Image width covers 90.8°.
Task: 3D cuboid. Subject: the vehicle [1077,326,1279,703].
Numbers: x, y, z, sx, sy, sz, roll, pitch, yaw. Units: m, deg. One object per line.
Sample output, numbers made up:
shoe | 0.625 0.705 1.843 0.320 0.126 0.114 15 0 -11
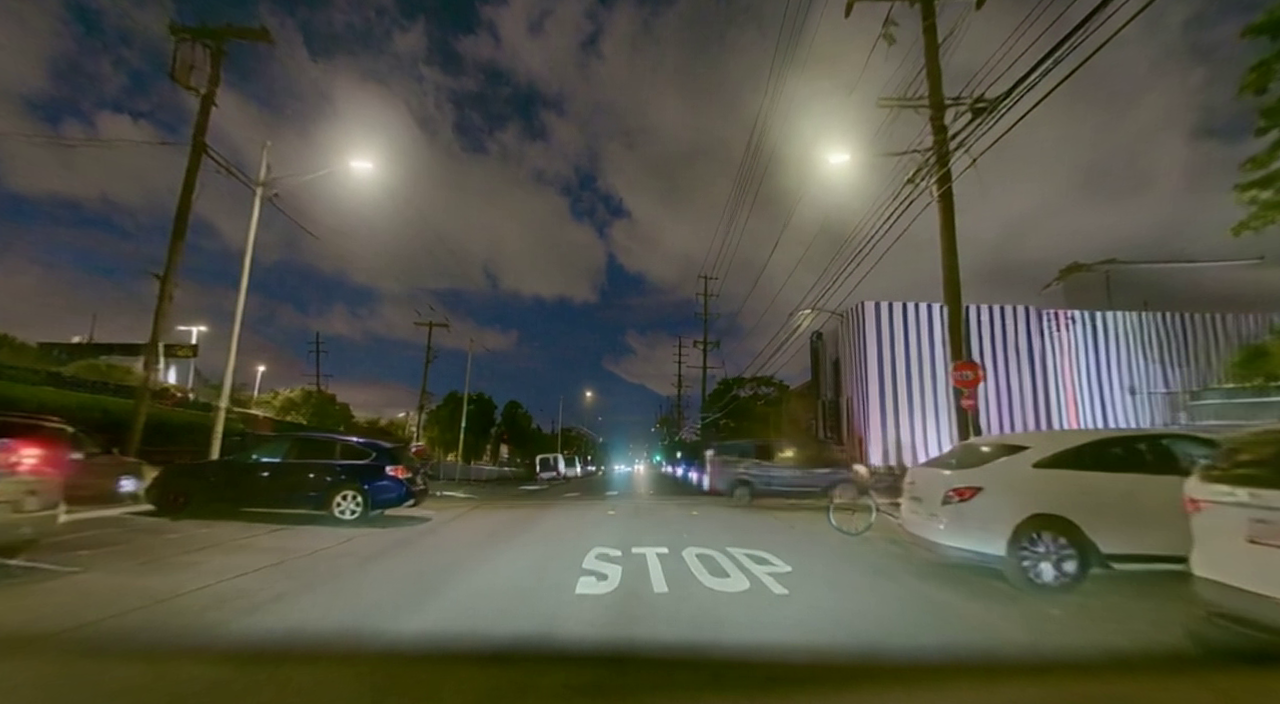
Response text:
vehicle | 4.890 0.924 2.740 4.450 1.719 2.066 4 -10 1

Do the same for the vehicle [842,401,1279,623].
vehicle | 4.481 1.496 5.883 4.554 1.473 1.876 5 -11 -3

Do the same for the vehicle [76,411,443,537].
vehicle | -6.372 2.096 11.139 5.025 1.648 2.055 4 -9 -1

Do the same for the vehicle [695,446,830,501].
vehicle | 4.050 4.080 21.411 4.157 1.754 1.835 0 -9 -1

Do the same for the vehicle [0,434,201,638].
vehicle | -6.909 1.363 5.425 4.713 1.440 1.984 3 -11 2
